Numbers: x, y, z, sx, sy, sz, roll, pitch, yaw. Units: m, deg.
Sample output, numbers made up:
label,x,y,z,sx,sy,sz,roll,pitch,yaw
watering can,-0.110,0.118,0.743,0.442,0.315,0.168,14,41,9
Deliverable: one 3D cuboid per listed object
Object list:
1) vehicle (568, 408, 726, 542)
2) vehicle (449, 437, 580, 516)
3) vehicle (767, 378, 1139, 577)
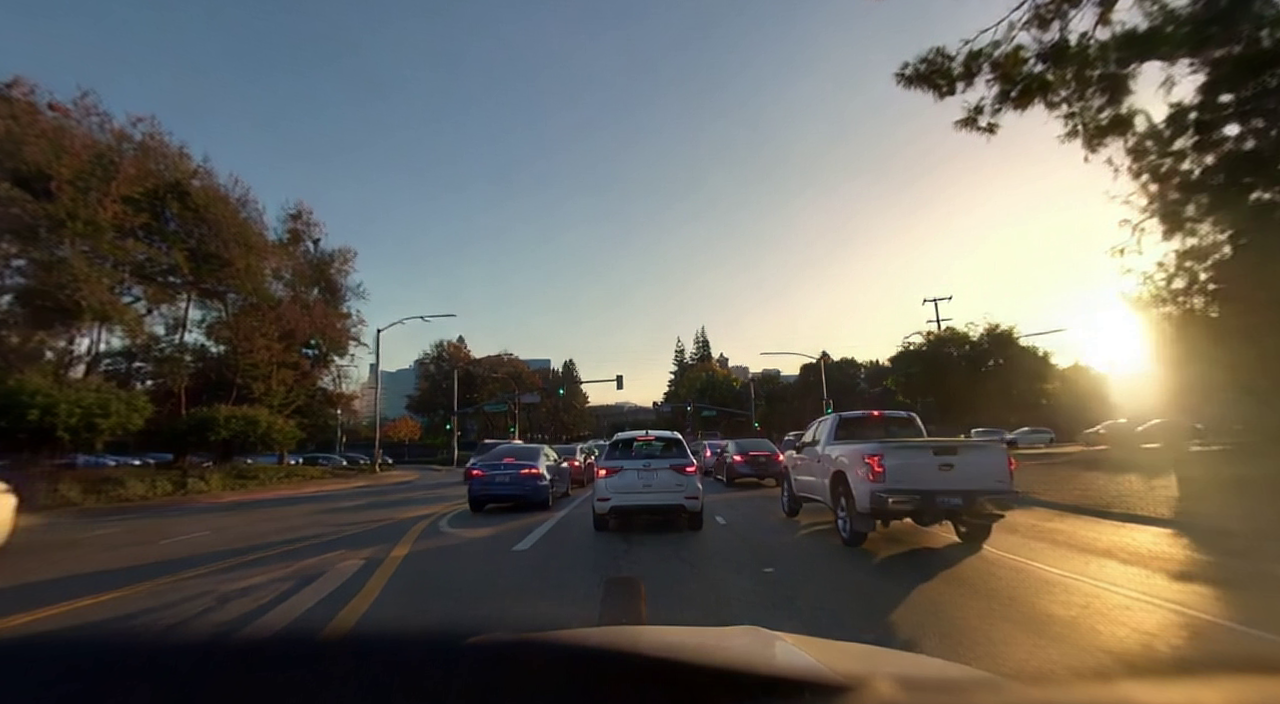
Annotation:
label,x,y,z,sx,sy,sz,roll,pitch,yaw
vehicle,0.156,1.973,10.490,2.113,1.768,3.901,-1,-9,2
vehicle,-2.642,2.761,14.439,2.023,1.494,4.259,-1,-9,2
vehicle,3.563,1.660,9.012,2.317,1.857,5.940,-1,-9,1
